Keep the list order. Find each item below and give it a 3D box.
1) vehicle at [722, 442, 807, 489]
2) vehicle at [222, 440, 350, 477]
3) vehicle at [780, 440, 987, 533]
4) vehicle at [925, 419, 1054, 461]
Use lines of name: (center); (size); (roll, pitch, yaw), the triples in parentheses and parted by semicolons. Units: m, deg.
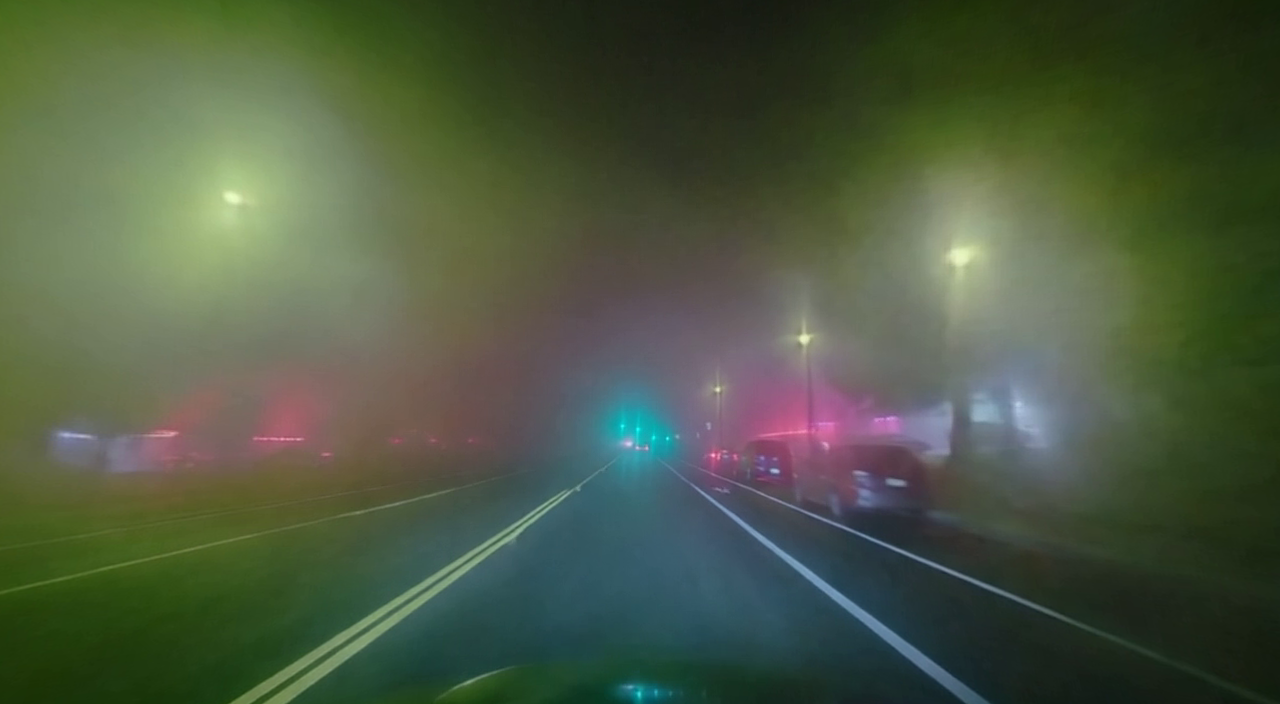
vehicle: (4.390, 4.059, 23.018); (1.999, 1.512, 4.826); (0, -8, -2)
vehicle: (-19.383, 5.843, 34.675); (5.684, 1.934, 2.217); (0, -8, 1)
vehicle: (4.514, 2.547, 12.761); (1.968, 1.467, 5.107); (0, -8, -2)
vehicle: (18.162, 4.580, 32.859); (5.481, 1.869, 2.195); (-2, -8, -7)
